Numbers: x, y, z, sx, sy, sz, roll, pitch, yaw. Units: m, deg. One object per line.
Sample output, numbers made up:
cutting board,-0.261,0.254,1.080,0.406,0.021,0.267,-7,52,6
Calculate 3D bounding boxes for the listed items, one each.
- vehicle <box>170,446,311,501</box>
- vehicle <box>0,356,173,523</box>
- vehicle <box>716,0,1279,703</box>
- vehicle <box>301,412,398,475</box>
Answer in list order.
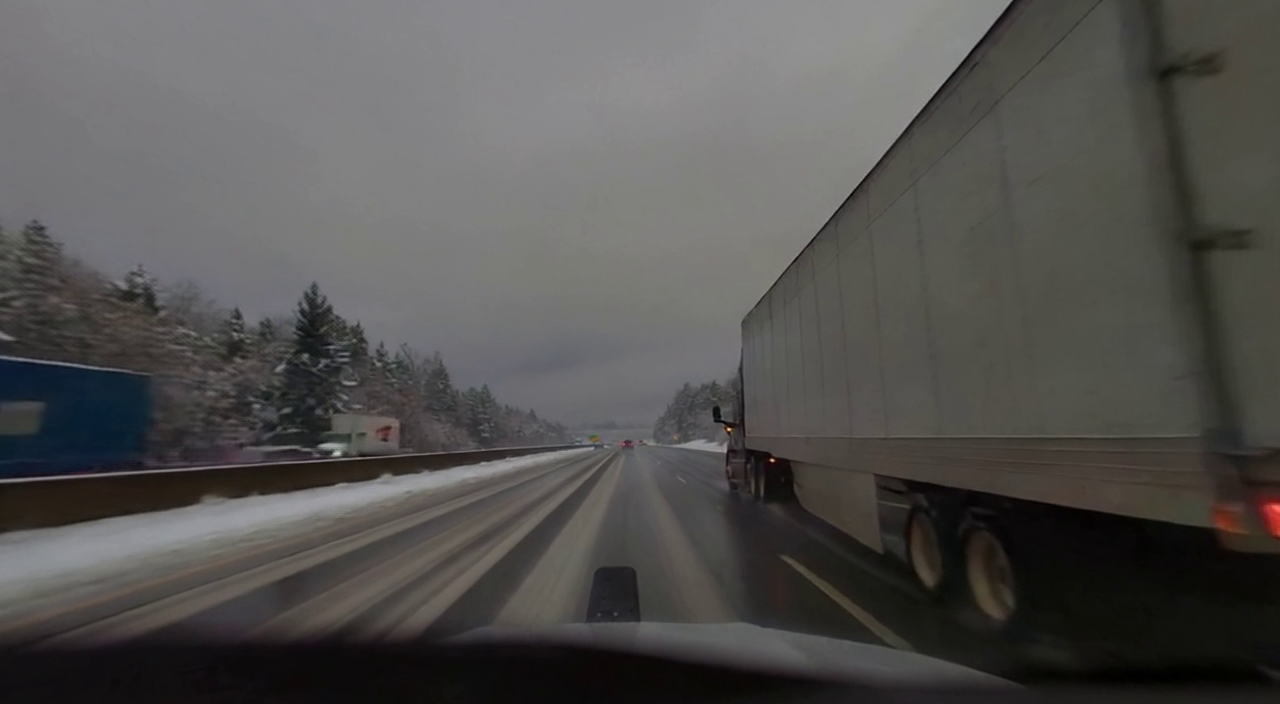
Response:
vehicle,-11.638,3.525,18.670,1.667,1.389,3.819,-1,-8,0
vehicle,-15.614,1.989,14.202,3.185,3.633,9.159,0,-8,-1
vehicle,3.935,0.566,9.625,3.489,4.211,14.193,0,-8,-1
vehicle,-20.317,6.441,44.678,3.033,4.048,7.692,-1,-8,1
